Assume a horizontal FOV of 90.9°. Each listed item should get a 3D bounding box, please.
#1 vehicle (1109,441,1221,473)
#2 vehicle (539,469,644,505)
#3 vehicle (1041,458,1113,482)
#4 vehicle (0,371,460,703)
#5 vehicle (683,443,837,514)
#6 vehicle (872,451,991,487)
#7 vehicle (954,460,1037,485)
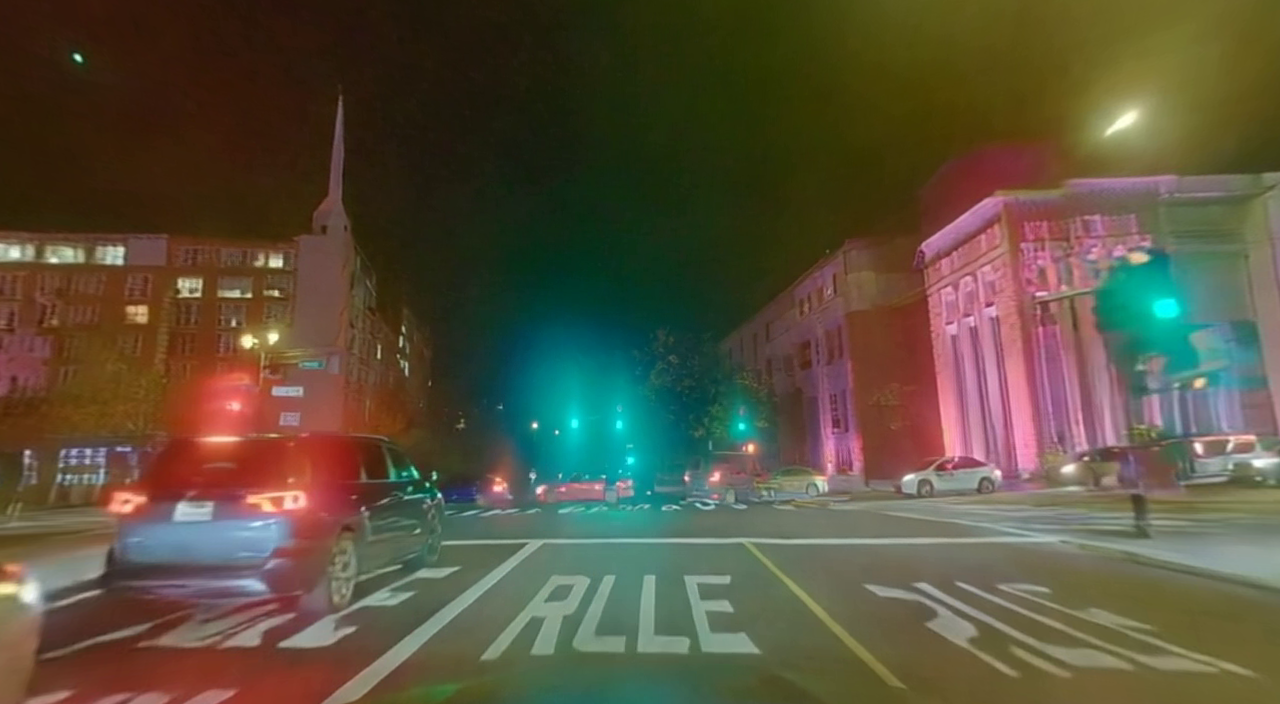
[{"bbox_3d":[28.165,5.639,33.914,4.291,1.606,1.859,0,-9,0],"label":"vehicle"},{"bbox_3d":[-2.349,6.546,30.877,4.766,1.502,1.891,5,-10,-29],"label":"vehicle"},{"bbox_3d":[29.570,8.000,42.744,3.522,1.546,1.721,0,-9,-1],"label":"vehicle"},{"bbox_3d":[-3.497,1.351,5.745,2.316,1.769,4.871,0,-9,-1],"label":"vehicle"},{"bbox_3d":[3.654,3.556,18.428,2.328,1.746,5.072,-7,-11,37],"label":"vehicle"},{"bbox_3d":[14.027,5.621,30.529,4.749,1.624,1.926,0,-9,-1],"label":"vehicle"},{"bbox_3d":[23.846,8.101,42.411,4.418,1.556,1.814,0,-9,1],"label":"vehicle"}]
